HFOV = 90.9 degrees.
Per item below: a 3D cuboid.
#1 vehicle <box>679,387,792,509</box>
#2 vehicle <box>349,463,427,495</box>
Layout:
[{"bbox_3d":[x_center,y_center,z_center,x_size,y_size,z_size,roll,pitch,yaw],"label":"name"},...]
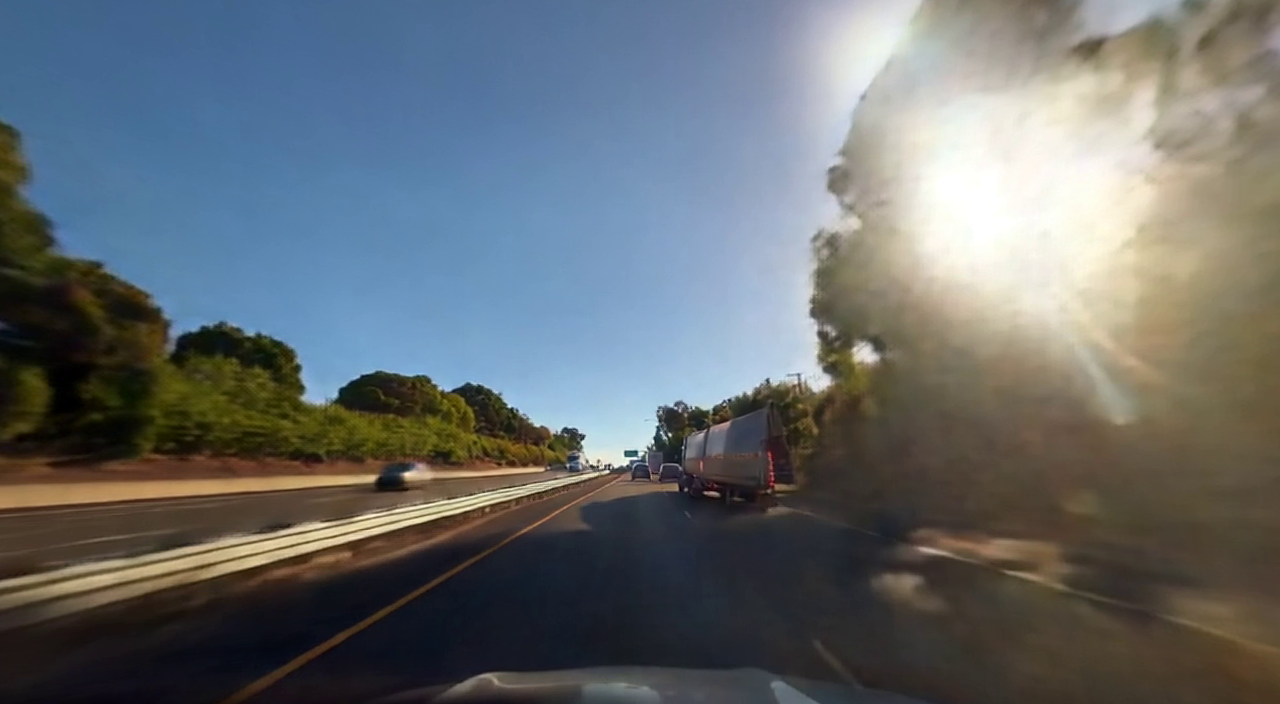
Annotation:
[{"bbox_3d":[3.665,4.525,28.434,2.863,4.088,14.040,1,-10,0],"label":"vehicle"},{"bbox_3d":[-12.930,6.527,32.651,2.088,1.494,4.577,1,-10,1],"label":"vehicle"}]
